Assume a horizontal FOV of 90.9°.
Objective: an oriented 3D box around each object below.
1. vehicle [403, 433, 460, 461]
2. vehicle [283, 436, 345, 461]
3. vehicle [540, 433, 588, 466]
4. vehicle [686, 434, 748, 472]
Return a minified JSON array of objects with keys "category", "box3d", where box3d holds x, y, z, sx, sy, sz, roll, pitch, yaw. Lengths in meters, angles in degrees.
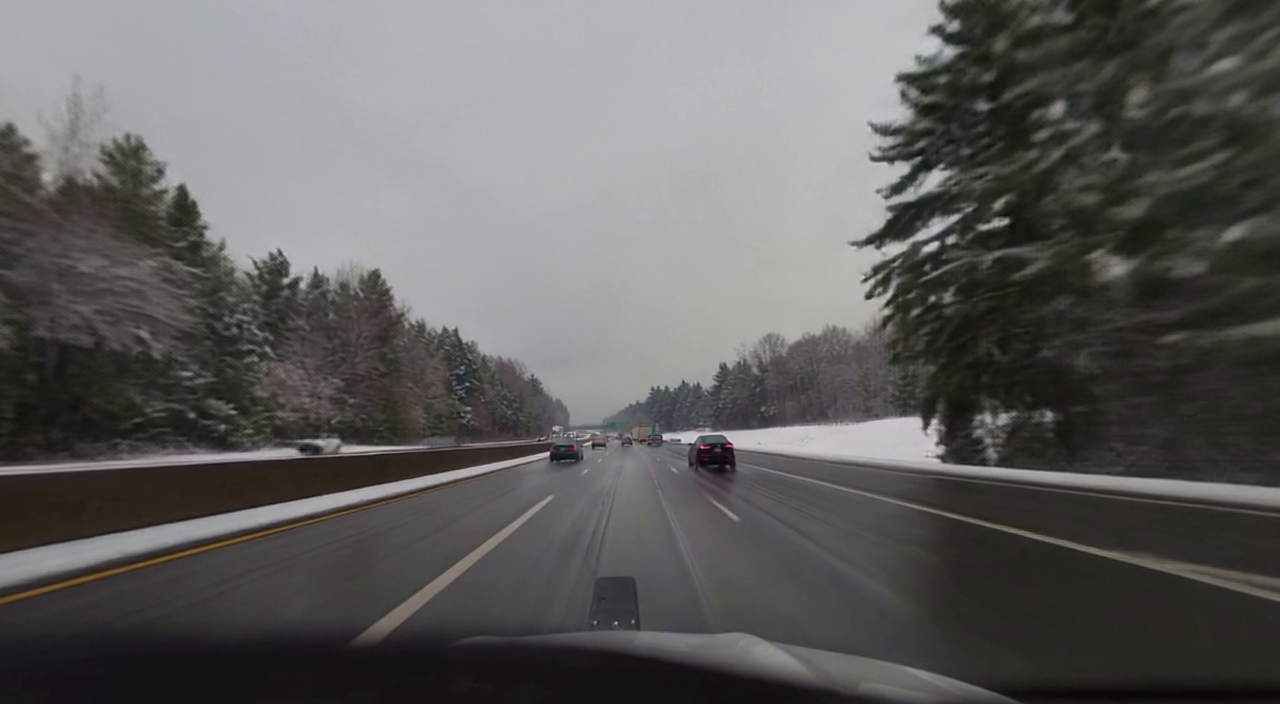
[{"category":"vehicle","box3d":[-12.438,5.674,37.909,1.949,1.518,4.611,0,-8,-1]},{"category":"vehicle","box3d":[-20.302,5.987,39.410,1.736,1.445,4.060,0,-8,-1]},{"category":"vehicle","box3d":[-3.982,5.162,33.772,2.011,1.614,4.808,0,-8,-1]},{"category":"vehicle","box3d":[3.130,4.176,26.370,1.990,1.480,3.865,1,-8,-2]}]
